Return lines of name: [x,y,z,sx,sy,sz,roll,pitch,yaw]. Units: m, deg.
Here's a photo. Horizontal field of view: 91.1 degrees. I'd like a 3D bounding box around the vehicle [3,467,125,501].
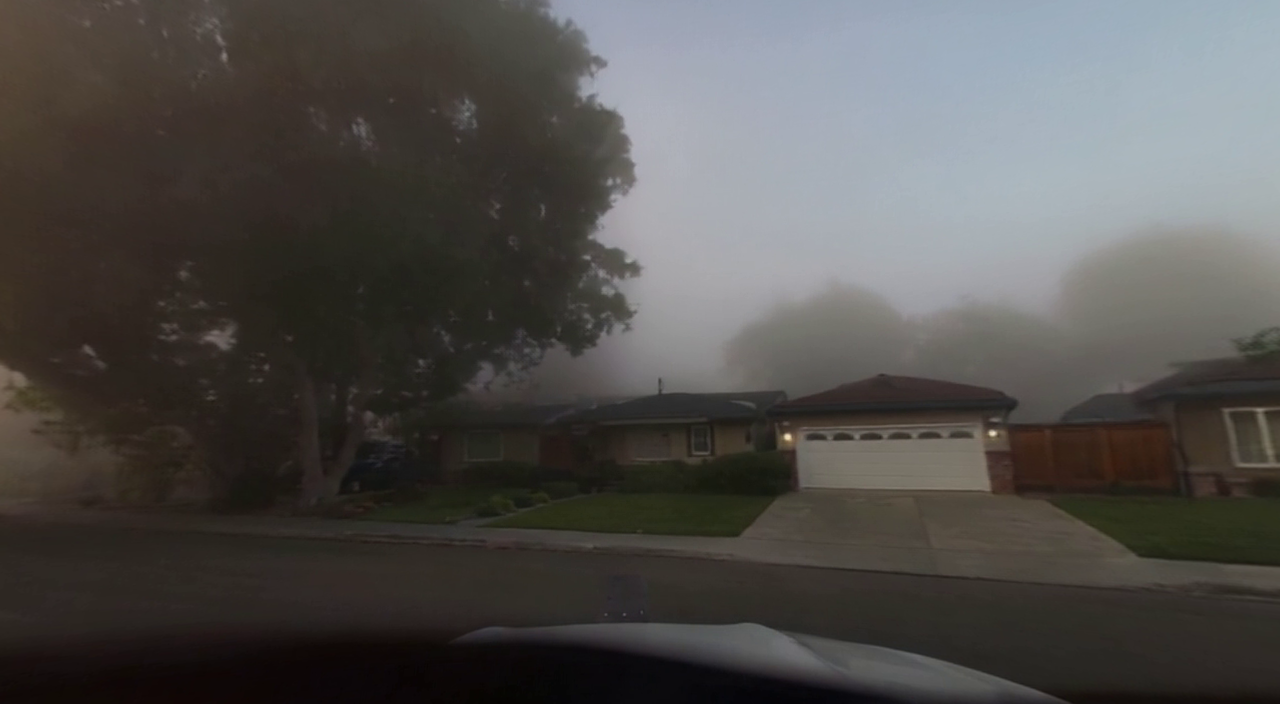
vehicle: [-29.786,6.789,32.567,1.762,1.510,4.457,-8,-12,44]
